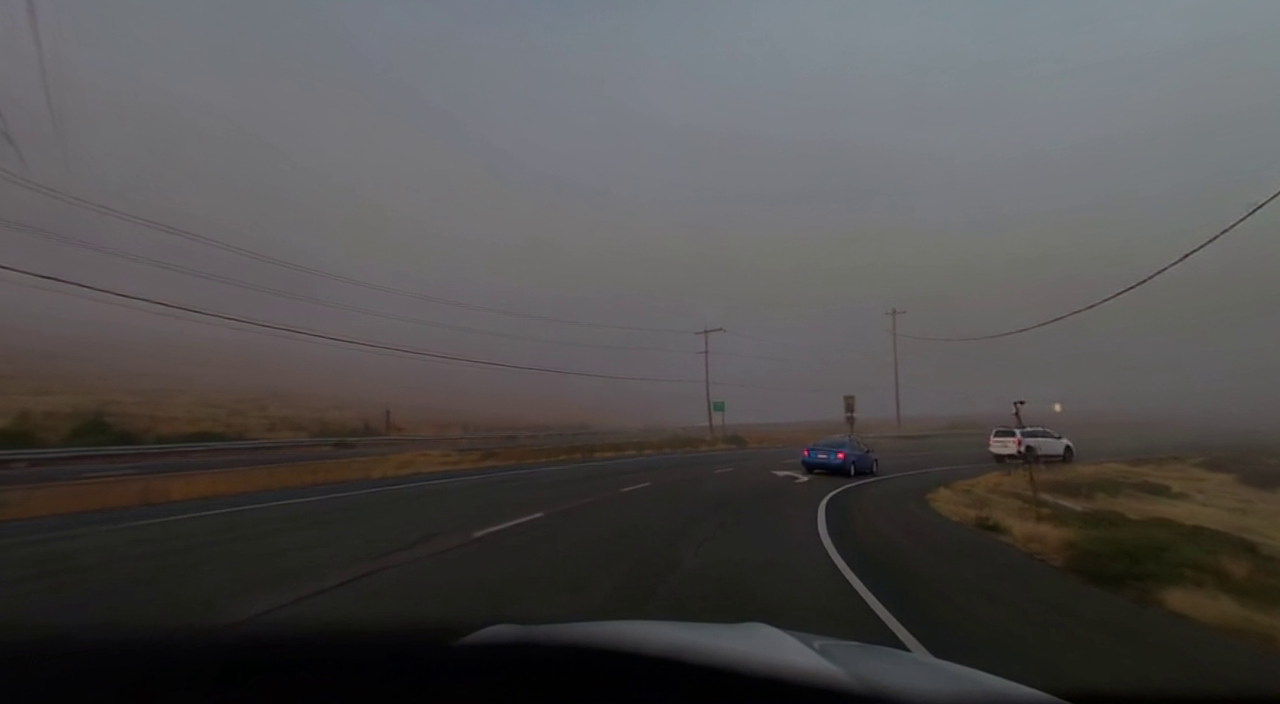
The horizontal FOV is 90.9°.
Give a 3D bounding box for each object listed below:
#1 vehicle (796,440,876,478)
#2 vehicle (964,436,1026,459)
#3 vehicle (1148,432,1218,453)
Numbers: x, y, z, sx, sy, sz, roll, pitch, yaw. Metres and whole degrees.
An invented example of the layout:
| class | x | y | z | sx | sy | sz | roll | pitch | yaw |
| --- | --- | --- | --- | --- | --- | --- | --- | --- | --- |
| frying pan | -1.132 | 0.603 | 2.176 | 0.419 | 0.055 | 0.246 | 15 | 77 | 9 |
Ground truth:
| class | x | y | z | sx | sy | sz | roll | pitch | yaw |
| --- | --- | --- | --- | --- | --- | --- | --- | --- | --- |
| vehicle | 8.240 | 4.392 | 26.227 | 2.026 | 1.407 | 4.374 | -5 | -10 | 32 |
| vehicle | 24.048 | 6.450 | 42.653 | 4.307 | 1.465 | 1.836 | 6 | -10 | -35 |
| vehicle | 42.412 | 7.062 | 49.273 | 4.102 | 1.552 | 1.931 | 2 | -8 | -12 |
